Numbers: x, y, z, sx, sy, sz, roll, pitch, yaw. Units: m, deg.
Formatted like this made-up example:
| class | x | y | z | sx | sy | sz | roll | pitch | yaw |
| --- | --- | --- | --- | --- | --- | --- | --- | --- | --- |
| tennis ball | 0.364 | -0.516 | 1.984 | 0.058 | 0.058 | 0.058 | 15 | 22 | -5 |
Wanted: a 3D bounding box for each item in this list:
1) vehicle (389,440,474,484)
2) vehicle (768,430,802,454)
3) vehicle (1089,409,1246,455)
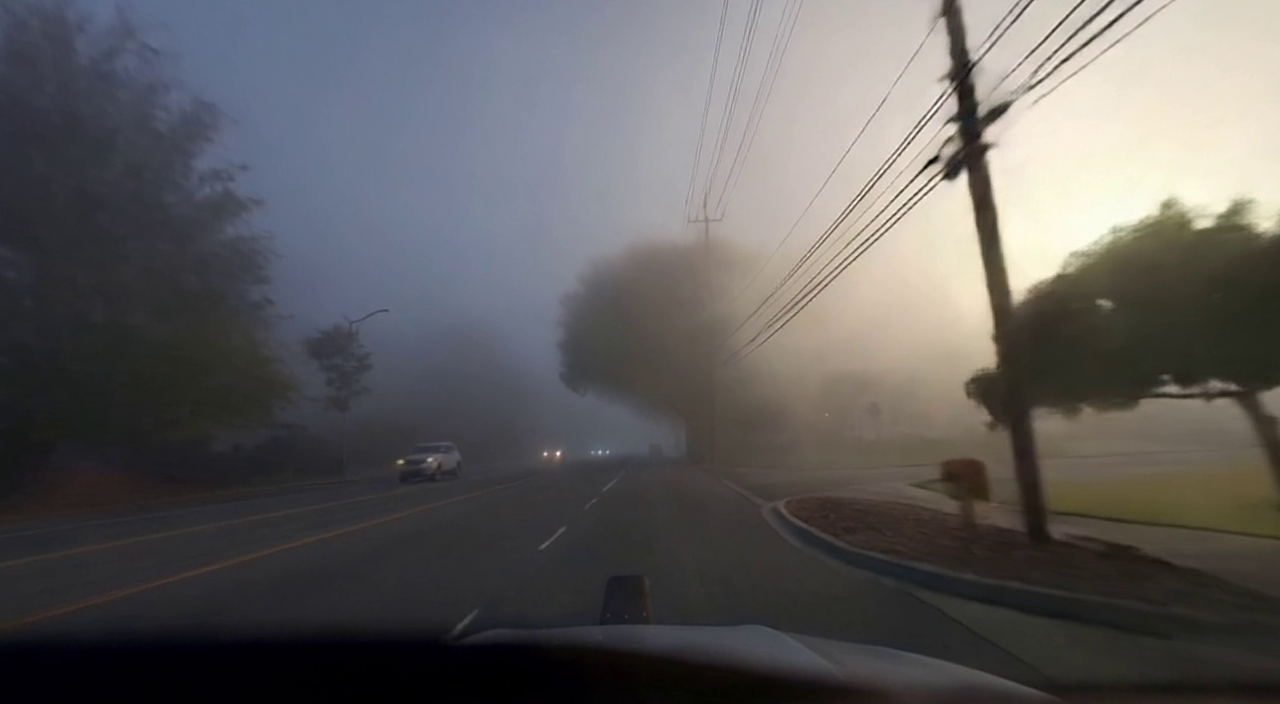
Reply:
| class | x | y | z | sx | sy | sz | roll | pitch | yaw |
| --- | --- | --- | --- | --- | --- | --- | --- | --- | --- |
| vehicle | -8.928 | 4.749 | 27.462 | 2.003 | 1.719 | 4.489 | 0 | -9 | 2 |
| vehicle | 11.425 | 7.187 | 49.955 | 1.737 | 1.633 | 3.268 | 3 | -11 | -4 |
| vehicle | 21.775 | 3.368 | 26.207 | 4.389 | 1.751 | 2.158 | -1 | -11 | 6 |
